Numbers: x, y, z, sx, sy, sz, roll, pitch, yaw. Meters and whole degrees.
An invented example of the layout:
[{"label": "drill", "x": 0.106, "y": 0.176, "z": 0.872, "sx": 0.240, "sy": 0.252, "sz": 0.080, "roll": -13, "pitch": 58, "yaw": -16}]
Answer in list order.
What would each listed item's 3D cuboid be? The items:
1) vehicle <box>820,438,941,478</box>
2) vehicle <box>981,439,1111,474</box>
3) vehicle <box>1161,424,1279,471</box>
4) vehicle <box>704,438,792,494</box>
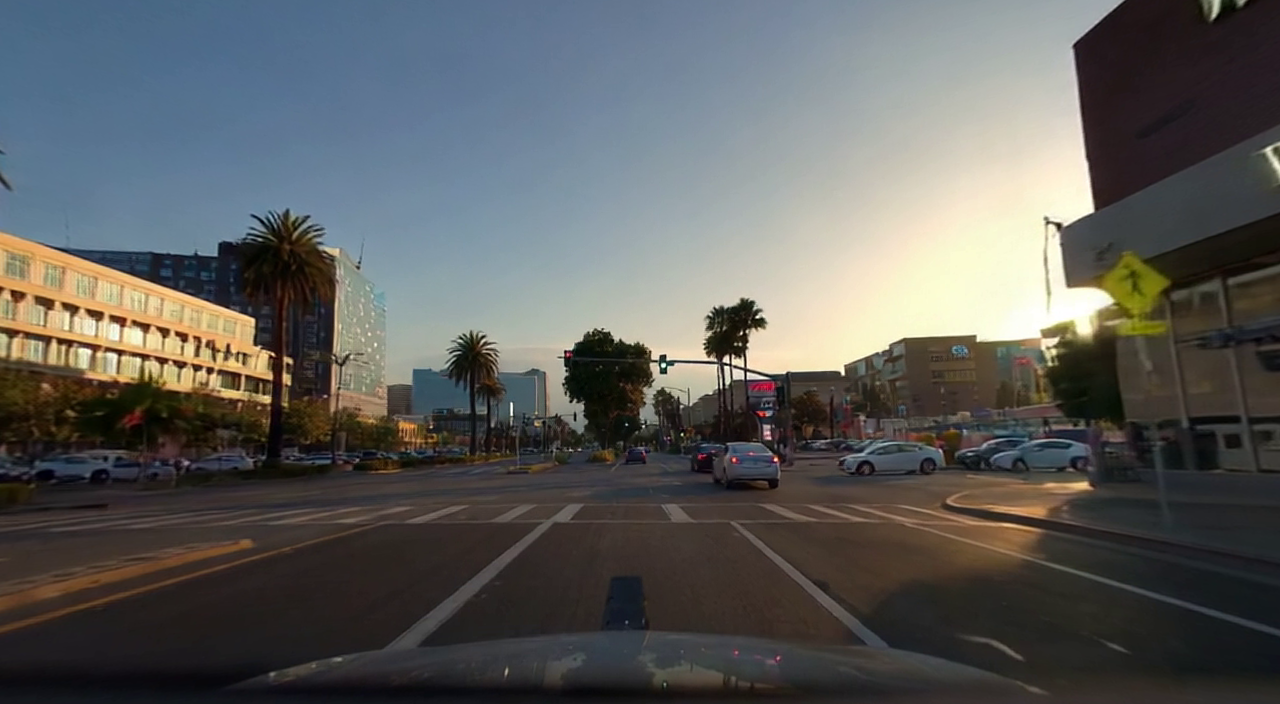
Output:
[{"label": "vehicle", "x": 10.526, "y": 4.661, "z": 27.888, "sx": 4.448, "sy": 1.640, "sz": 2.160, "roll": 0, "pitch": -8, "yaw": -1}, {"label": "vehicle", "x": 18.288, "y": 4.720, "z": 28.541, "sx": 4.462, "sy": 1.474, "sz": 2.083, "roll": 0, "pitch": -8, "yaw": -1}, {"label": "vehicle", "x": 27.199, "y": 4.277, "z": 28.093, "sx": 5.803, "sy": 1.983, "sz": 2.284, "roll": 0, "pitch": -9, "yaw": 1}, {"label": "vehicle", "x": 3.242, "y": 3.495, "z": 19.760, "sx": 1.931, "sy": 1.534, "sz": 4.126, "roll": 0, "pitch": -8, "yaw": -1}]
